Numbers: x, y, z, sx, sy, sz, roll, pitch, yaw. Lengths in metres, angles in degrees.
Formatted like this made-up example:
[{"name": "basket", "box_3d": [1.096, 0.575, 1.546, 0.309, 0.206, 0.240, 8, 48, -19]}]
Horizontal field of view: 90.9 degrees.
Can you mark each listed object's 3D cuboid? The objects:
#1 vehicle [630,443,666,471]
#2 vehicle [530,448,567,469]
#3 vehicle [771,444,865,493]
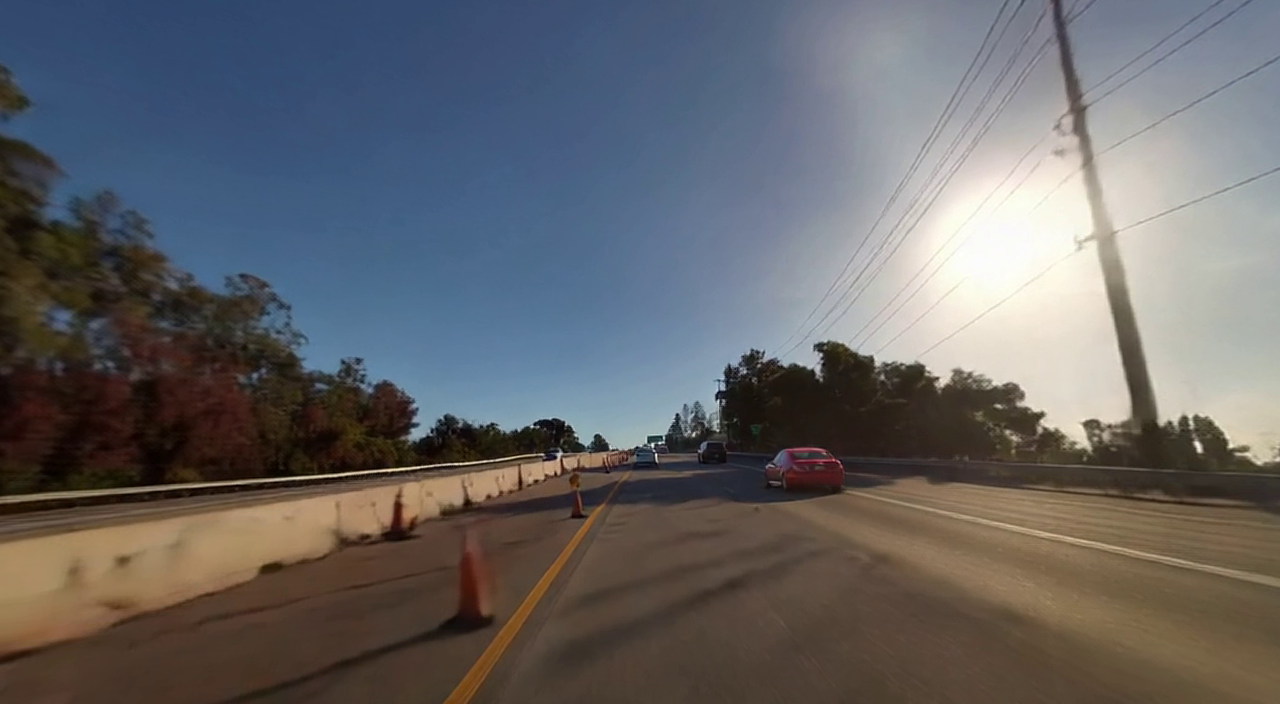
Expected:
[{"name": "vehicle", "box_3d": [0.484, 6.470, 39.070, 2.096, 1.583, 4.150, 0, -8, 1]}, {"name": "vehicle", "box_3d": [-6.900, 8.043, 47.866, 1.929, 1.470, 4.649, -1, -8, 2]}, {"name": "vehicle", "box_3d": [5.612, 3.698, 20.435, 1.881, 1.409, 4.016, 0, -8, 0]}]
